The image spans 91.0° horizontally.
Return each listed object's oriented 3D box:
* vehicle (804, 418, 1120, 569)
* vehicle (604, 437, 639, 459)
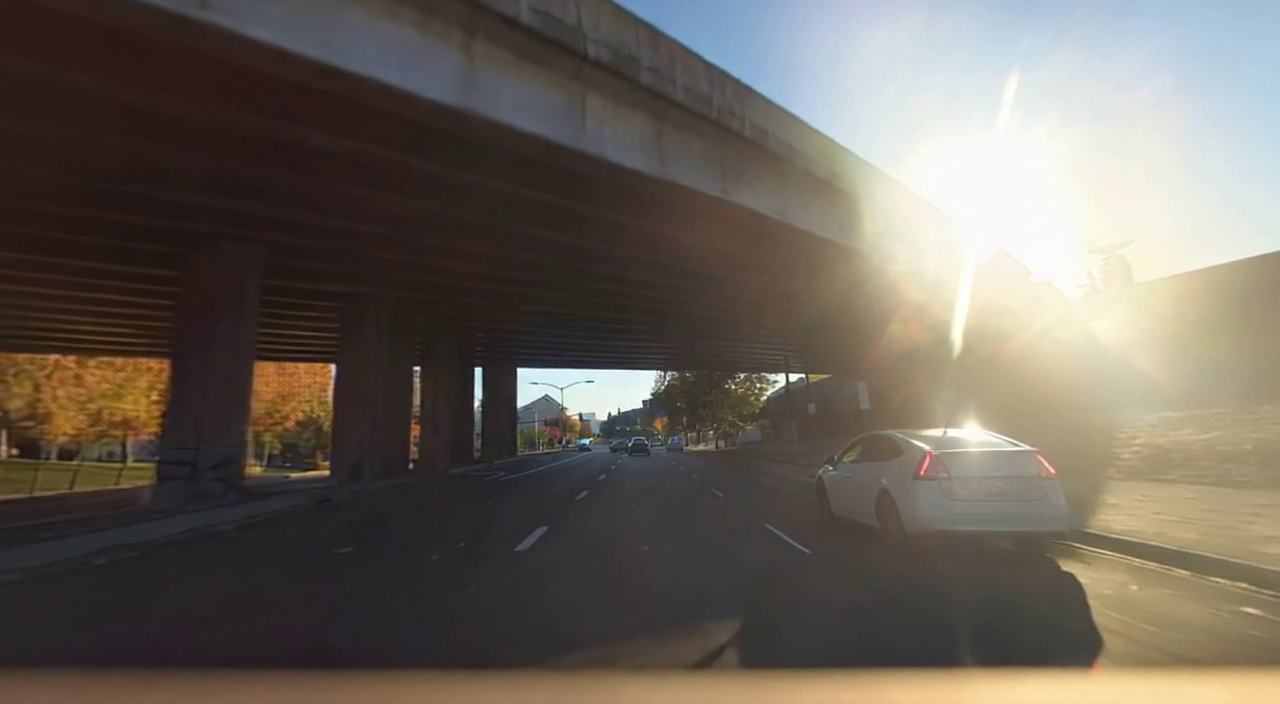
[{"bbox_3d":[3.900,1.802,8.761,2.063,1.542,4.420,0,-9,0],"label":"vehicle"},{"bbox_3d":[-1.350,6.748,44.151,2.055,1.484,4.143,1,-9,-7],"label":"vehicle"}]
